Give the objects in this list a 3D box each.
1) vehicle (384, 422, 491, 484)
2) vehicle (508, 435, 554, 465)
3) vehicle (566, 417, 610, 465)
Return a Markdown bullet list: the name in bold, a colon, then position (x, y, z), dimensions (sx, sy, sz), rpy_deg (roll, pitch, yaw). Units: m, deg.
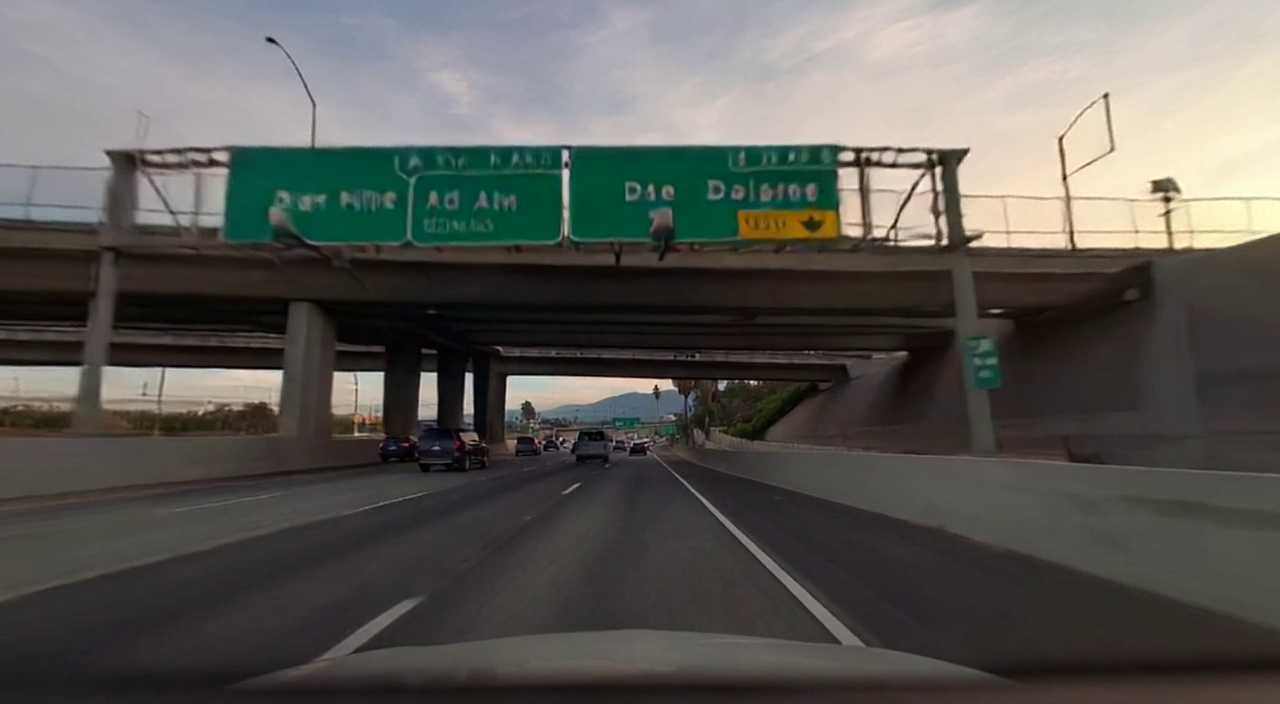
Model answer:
- **vehicle**: position (-7.040, 3.575, 22.470), dimensions (2.179, 1.948, 4.618), rpy_deg (0, -8, 1)
- **vehicle**: position (-6.925, 6.266, 40.403), dimensions (2.109, 1.784, 4.709), rpy_deg (0, -8, 1)
- **vehicle**: position (-3.254, 5.778, 40.710), dimensions (2.301, 2.843, 6.458), rpy_deg (0, -8, 0)
